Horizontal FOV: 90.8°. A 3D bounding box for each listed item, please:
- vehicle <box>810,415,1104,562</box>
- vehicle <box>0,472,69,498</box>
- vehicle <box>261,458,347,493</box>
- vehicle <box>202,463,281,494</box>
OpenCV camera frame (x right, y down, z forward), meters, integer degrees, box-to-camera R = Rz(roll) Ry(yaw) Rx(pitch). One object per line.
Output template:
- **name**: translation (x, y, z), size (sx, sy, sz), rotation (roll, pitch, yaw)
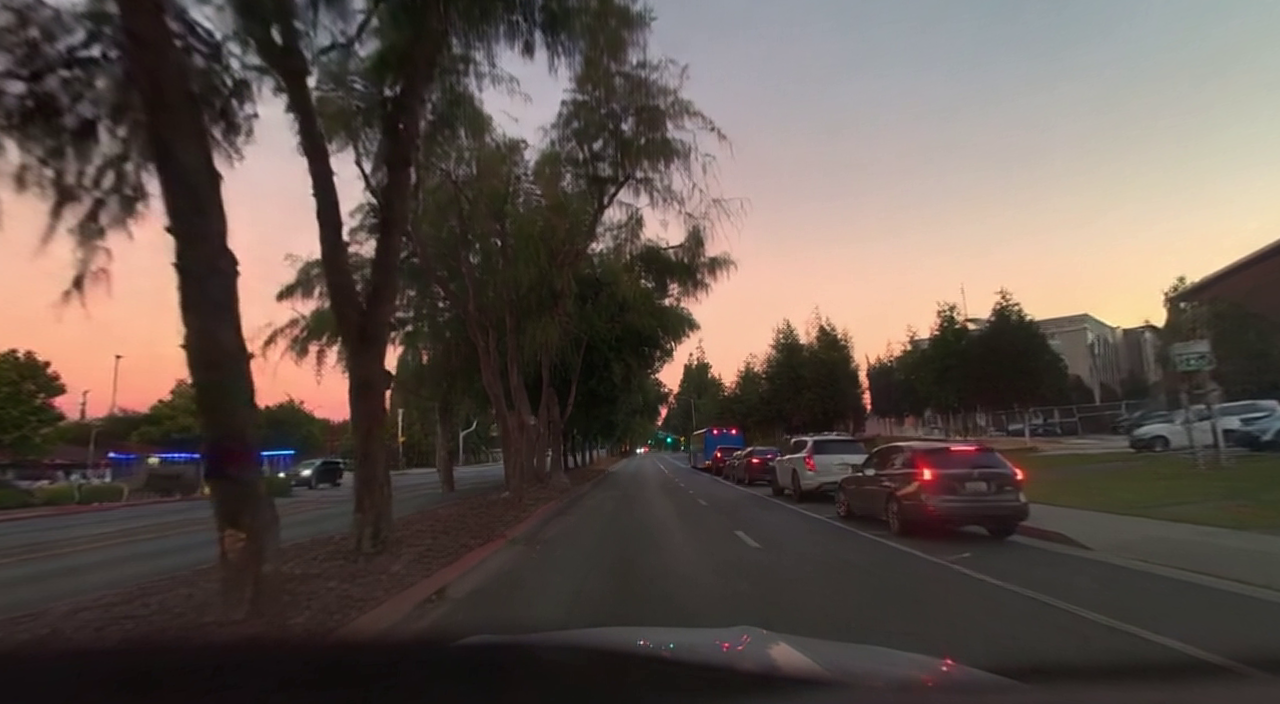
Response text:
- **vehicle**: translation (4.447, 1.998, 10.009), size (2.094, 1.731, 4.763), rotation (0, -9, -1)
- **vehicle**: translation (-41.535, 8.875, 42.178), size (4.609, 1.553, 2.129), rotation (0, -9, -1)
- **vehicle**: translation (-19.567, 7.183, 37.075), size (2.166, 1.804, 4.897), rotation (-1, -9, 3)
- **vehicle**: translation (-28.977, 9.180, 46.043), size (4.426, 1.782, 2.056), rotation (-4, -8, 1)
